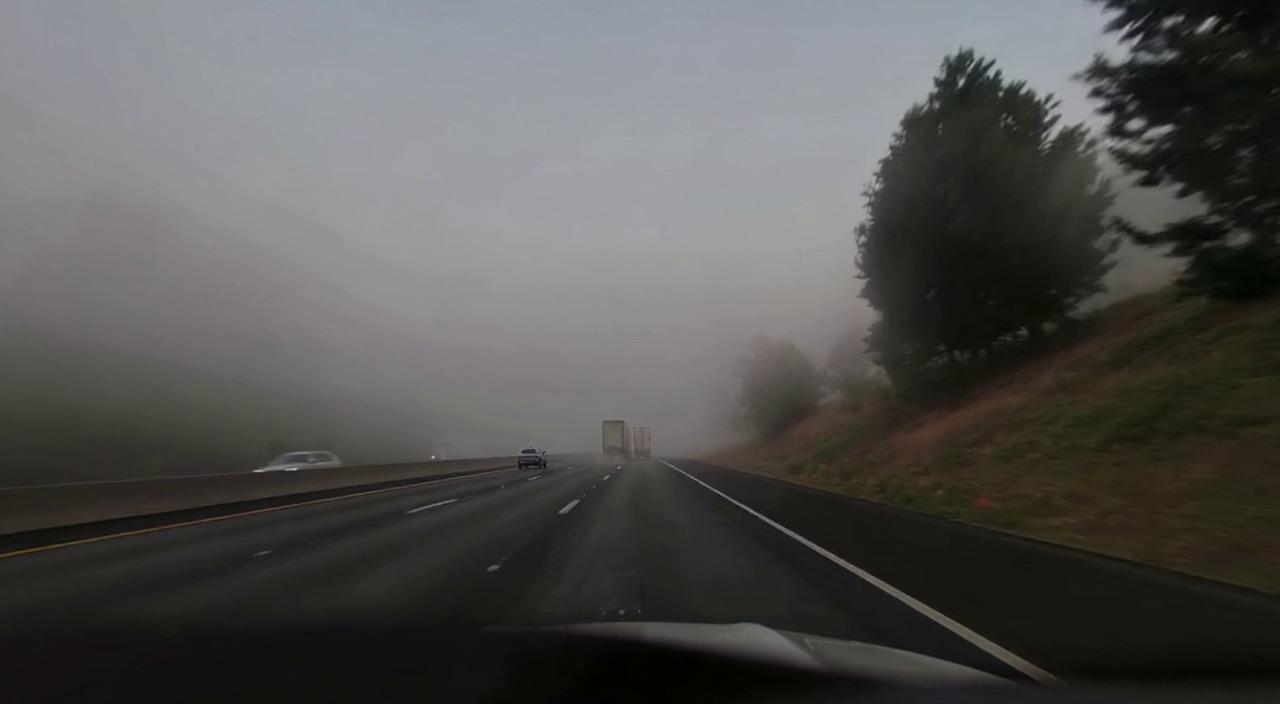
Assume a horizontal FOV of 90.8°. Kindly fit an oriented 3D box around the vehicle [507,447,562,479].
[{"bbox_3d":[-5.261,5.590,32.010,2.091,1.527,4.455,0,-9,-1],"label":"vehicle"}]

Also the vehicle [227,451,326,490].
[{"bbox_3d":[-14.919,4.853,26.165,1.778,1.447,3.821,0,-9,0],"label":"vehicle"}]
